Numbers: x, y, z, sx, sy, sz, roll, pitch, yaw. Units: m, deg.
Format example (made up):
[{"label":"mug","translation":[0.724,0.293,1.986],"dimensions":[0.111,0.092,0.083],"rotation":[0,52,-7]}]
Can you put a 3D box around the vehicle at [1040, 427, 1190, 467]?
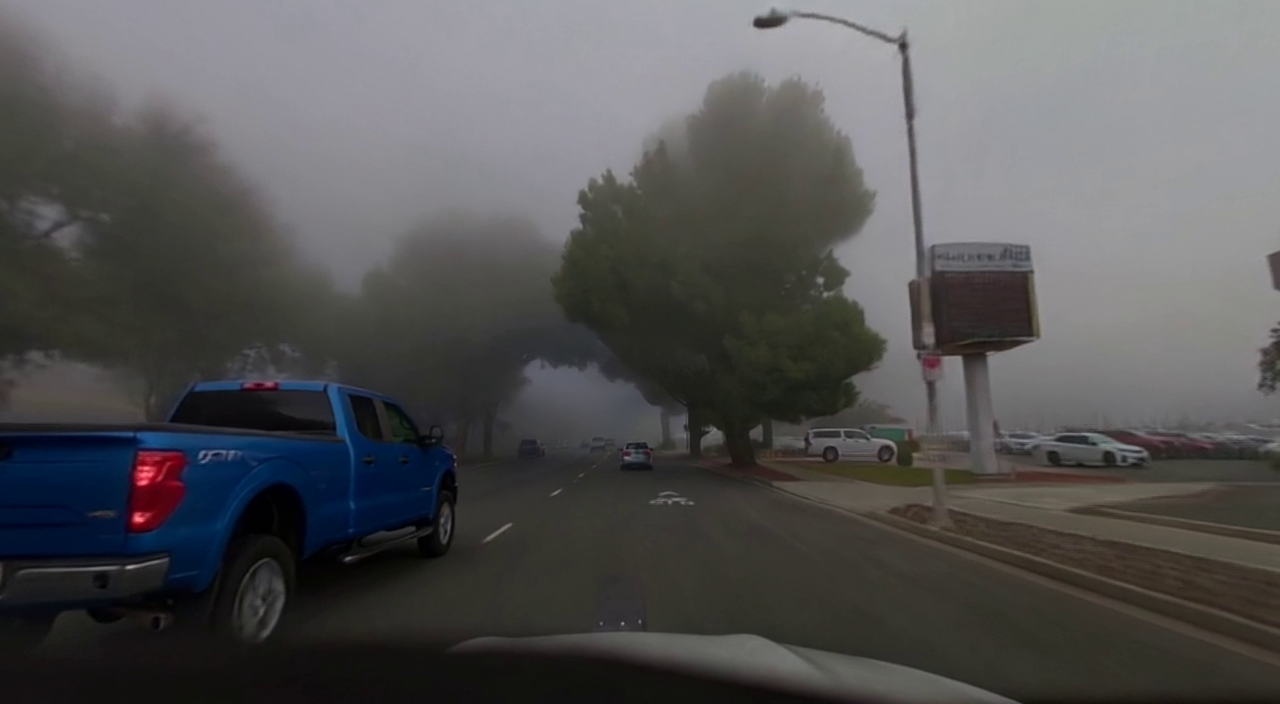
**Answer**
[{"label":"vehicle","translation":[20.142,4.086,26.966],"dimensions":[4.836,1.567,2.051],"rotation":[-5,-9,30]}]

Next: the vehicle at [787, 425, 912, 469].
[{"label":"vehicle","translation":[9.060,4.093,27.087],"dimensions":[5.109,1.735,1.997],"rotation":[4,-9,-26]}]

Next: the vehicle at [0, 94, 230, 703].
[{"label":"vehicle","translation":[-3.584,0.180,0.624],"dimensions":[2.733,2.495,5.037],"rotation":[0,-8,2]}]

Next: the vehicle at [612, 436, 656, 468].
[{"label":"vehicle","translation":[-0.331,5.257,33.236],"dimensions":[2.191,1.530,4.470],"rotation":[0,-8,-1]}]
